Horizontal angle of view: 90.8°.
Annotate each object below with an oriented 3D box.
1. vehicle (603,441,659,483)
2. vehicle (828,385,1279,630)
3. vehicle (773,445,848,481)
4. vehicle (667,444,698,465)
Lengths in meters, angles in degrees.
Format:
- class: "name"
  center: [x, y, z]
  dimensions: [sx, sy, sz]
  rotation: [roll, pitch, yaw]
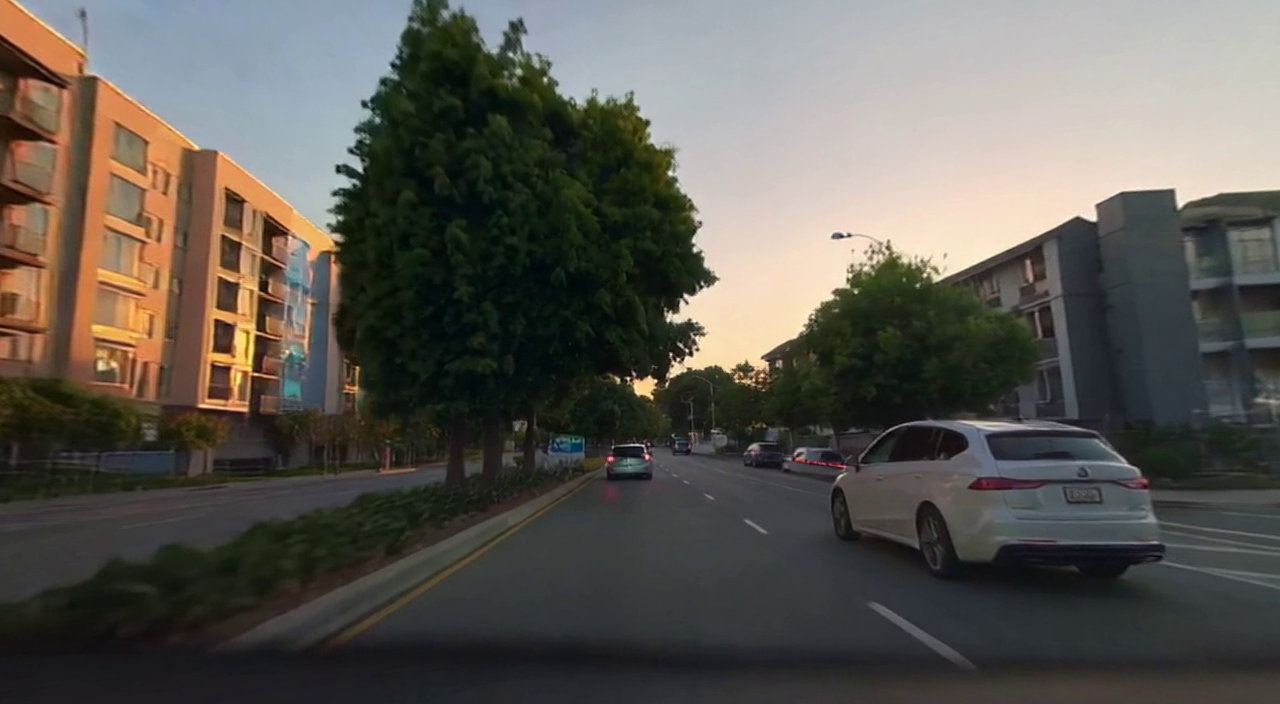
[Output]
- class: "vehicle"
  center: [-0.326, 4.214, 24.491]
  dimensions: [2.006, 1.487, 3.535]
  rotation: [0, -9, 0]
- class: "vehicle"
  center: [3.614, 1.402, 6.579]
  dimensions: [1.949, 1.723, 4.020]
  rotation: [0, -9, -1]
- class: "vehicle"
  center: [7.505, 4.913, 28.284]
  dimensions: [1.962, 1.484, 4.644]
  rotation: [0, -9, -2]
- class: "vehicle"
  center: [3.155, 7.755, 47.971]
  dimensions: [1.910, 1.474, 4.003]
  rotation: [0, -9, -3]
